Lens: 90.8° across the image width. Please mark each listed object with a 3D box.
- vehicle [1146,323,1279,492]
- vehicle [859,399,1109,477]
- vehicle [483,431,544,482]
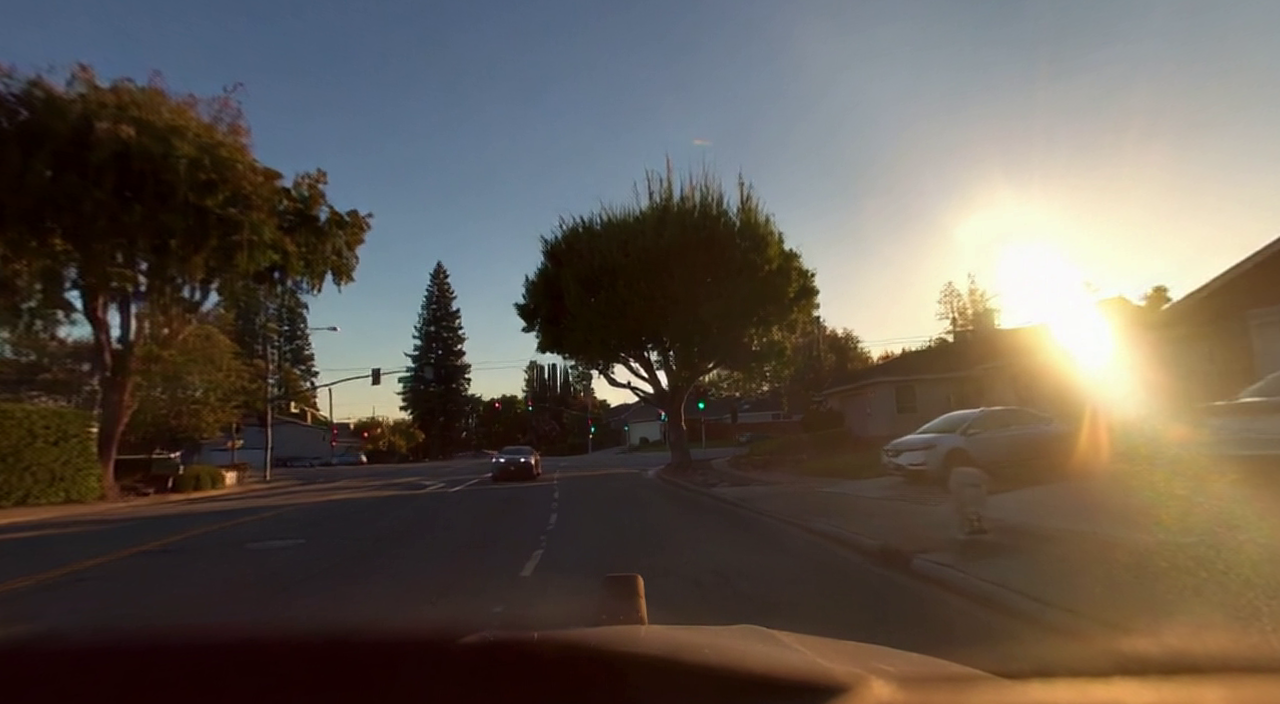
[{"bbox_3d":[9.178,0.738,7.895,4.542,1.857,2.021,2,-9,-16],"label":"vehicle"},{"bbox_3d":[7.738,1.981,14.494,4.663,1.618,1.962,1,-9,-7],"label":"vehicle"},{"bbox_3d":[-4.934,4.142,25.237,2.041,1.834,4.679,1,-9,-7],"label":"vehicle"}]
